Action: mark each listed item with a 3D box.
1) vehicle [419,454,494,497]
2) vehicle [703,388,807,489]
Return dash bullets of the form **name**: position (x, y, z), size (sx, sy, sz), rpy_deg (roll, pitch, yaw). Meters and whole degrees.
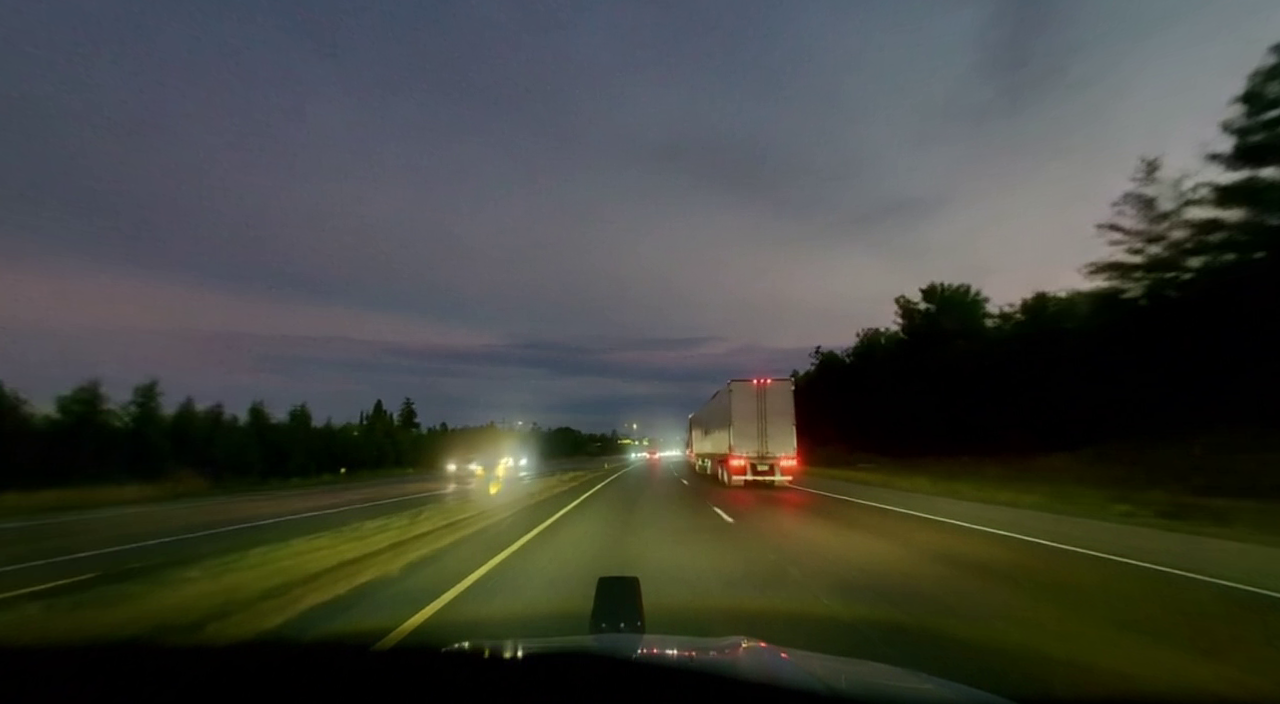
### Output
- **vehicle**: position (-8.456, 5.719, 29.528), size (2.058, 1.818, 4.536), rpy_deg (0, -9, 1)
- **vehicle**: position (4.640, 3.956, 28.171), size (2.866, 3.558, 11.674), rpy_deg (0, -9, 2)
